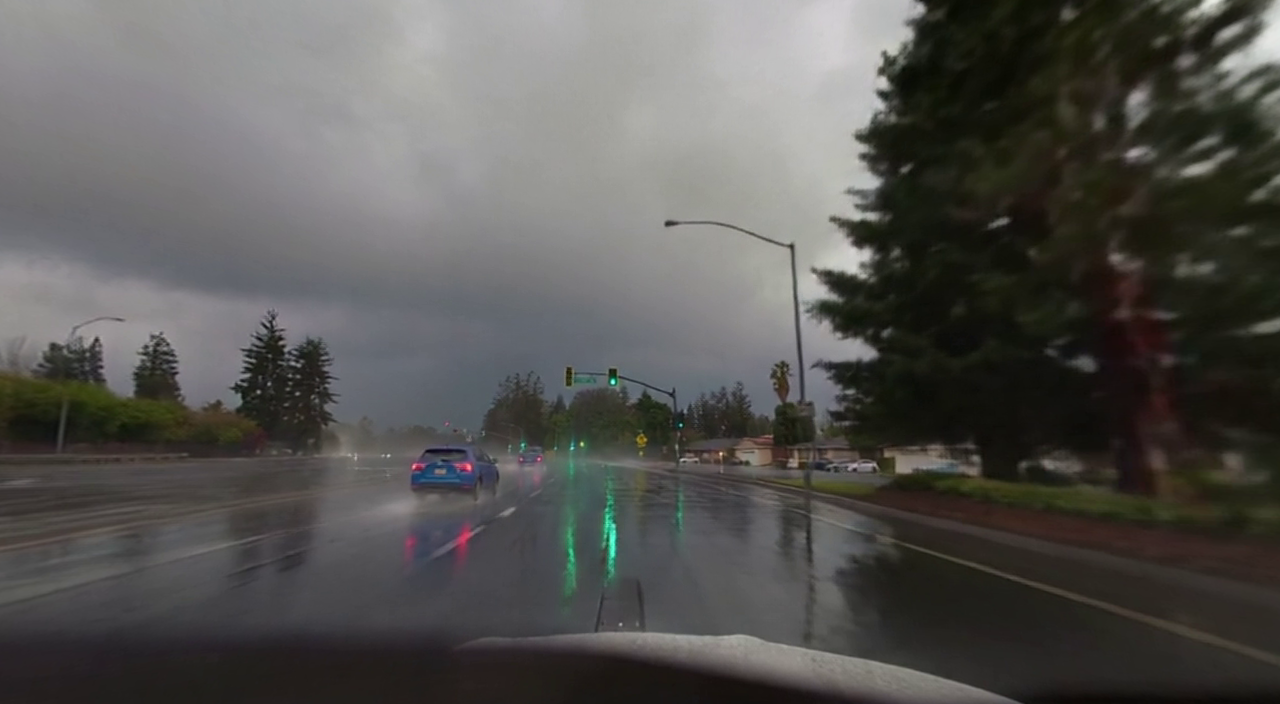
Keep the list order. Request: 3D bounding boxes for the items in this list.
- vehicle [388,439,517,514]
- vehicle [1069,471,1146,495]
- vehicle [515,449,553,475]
[{"bbox_3d":[-4.617,3.106,16.350,2.098,1.613,4.606,0,-8,-3],"label":"vehicle"},{"bbox_3d":[34.185,9.586,46.388,1.933,1.489,4.403,1,-9,-8],"label":"vehicle"},{"bbox_3d":[-6.229,6.499,37.557,1.904,1.476,3.736,0,-8,-4],"label":"vehicle"}]
